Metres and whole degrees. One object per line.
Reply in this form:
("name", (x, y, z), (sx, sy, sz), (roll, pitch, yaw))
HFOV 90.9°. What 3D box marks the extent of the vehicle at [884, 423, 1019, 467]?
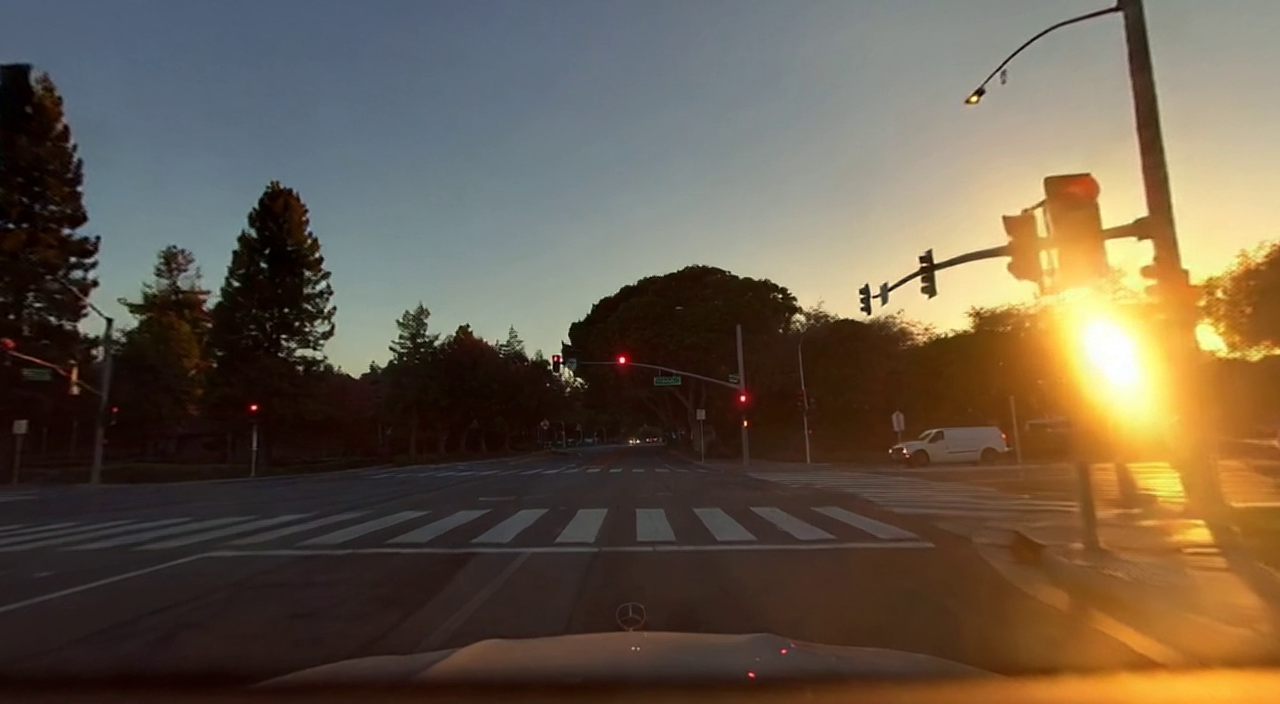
("vehicle", (13.464, 4.040, 27.454), (4.790, 1.798, 1.909), (0, -8, 1))
